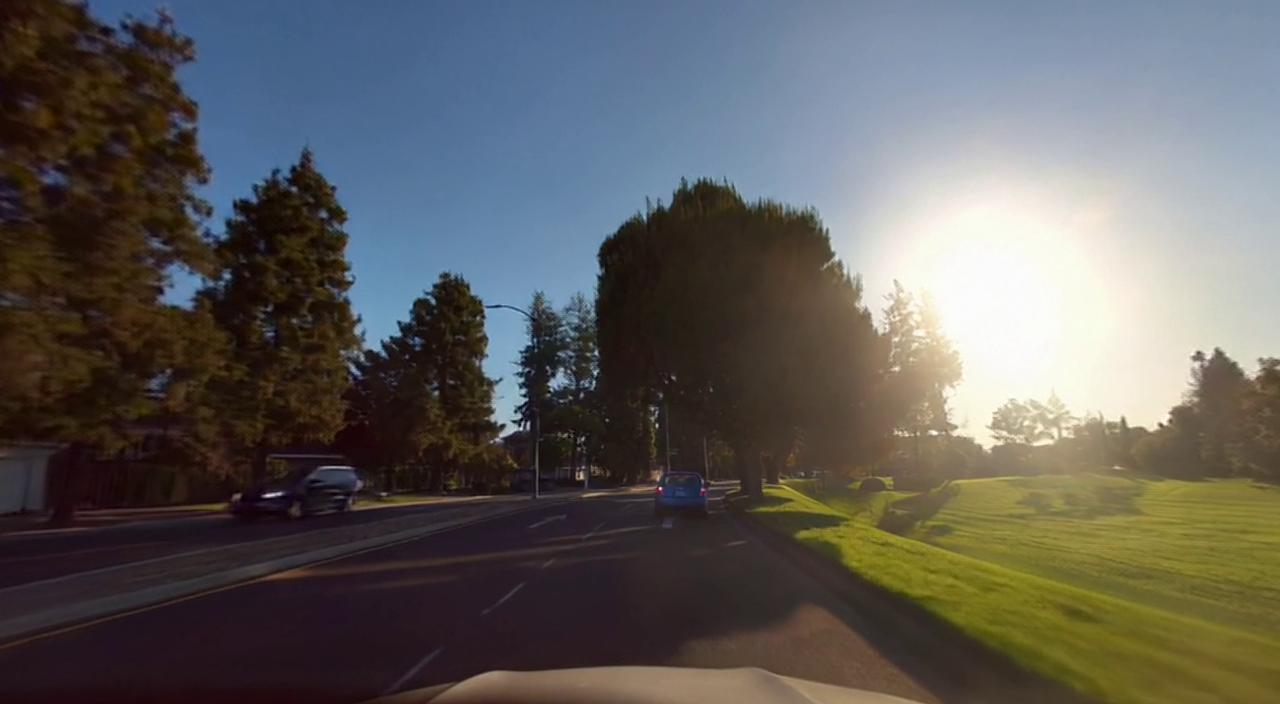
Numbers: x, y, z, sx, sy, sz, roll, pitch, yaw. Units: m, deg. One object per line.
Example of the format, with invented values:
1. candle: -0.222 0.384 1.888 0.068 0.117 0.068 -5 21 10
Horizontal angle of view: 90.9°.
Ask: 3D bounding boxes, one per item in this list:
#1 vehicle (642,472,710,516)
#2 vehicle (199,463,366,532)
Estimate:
1. vehicle: 1.385 4.824 21.803 1.972 1.250 5.282 -1 -11 7
2. vehicle: -10.728 4.375 19.451 2.066 1.744 4.771 -4 -11 5
